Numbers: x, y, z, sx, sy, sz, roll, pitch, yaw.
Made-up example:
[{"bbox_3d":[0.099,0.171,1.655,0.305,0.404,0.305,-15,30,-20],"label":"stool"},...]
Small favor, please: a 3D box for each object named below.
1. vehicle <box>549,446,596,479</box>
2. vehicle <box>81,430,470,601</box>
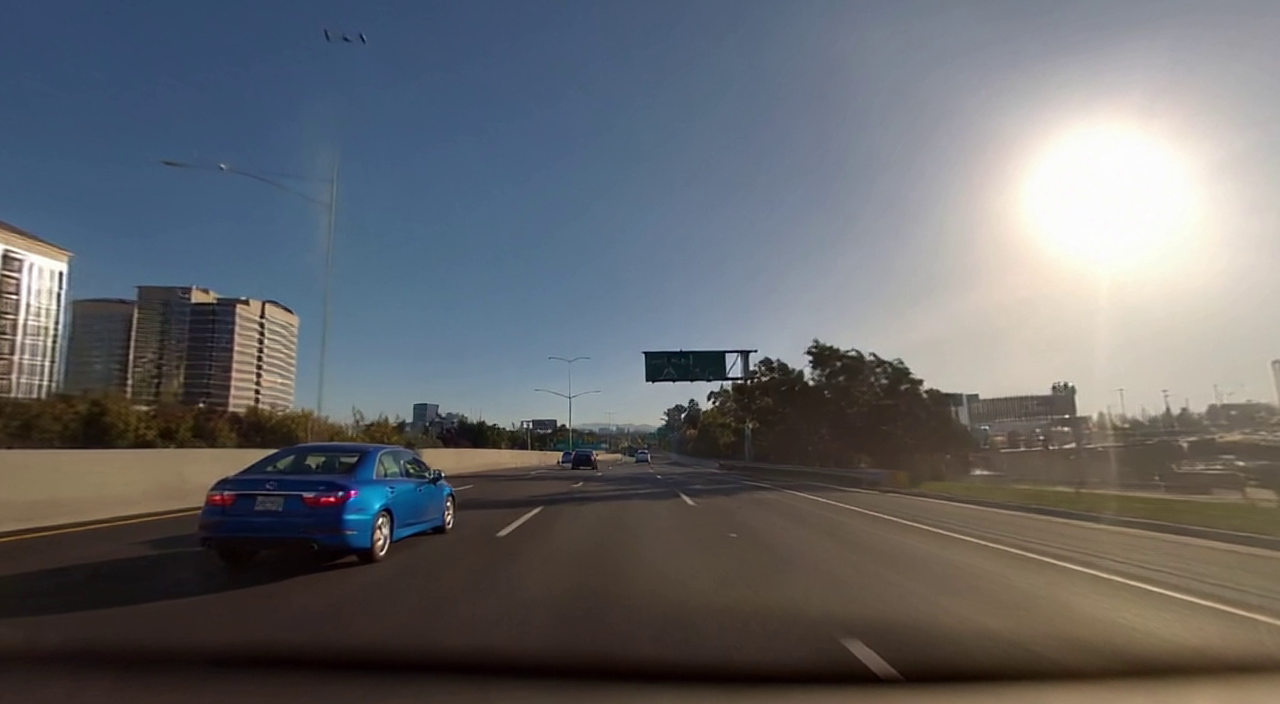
[{"bbox_3d":[-3.624,6.029,34.815,2.075,1.702,4.257,0,-9,0],"label":"vehicle"},{"bbox_3d":[-3.797,1.773,7.813,2.114,1.480,4.473,0,-9,0],"label":"vehicle"}]
